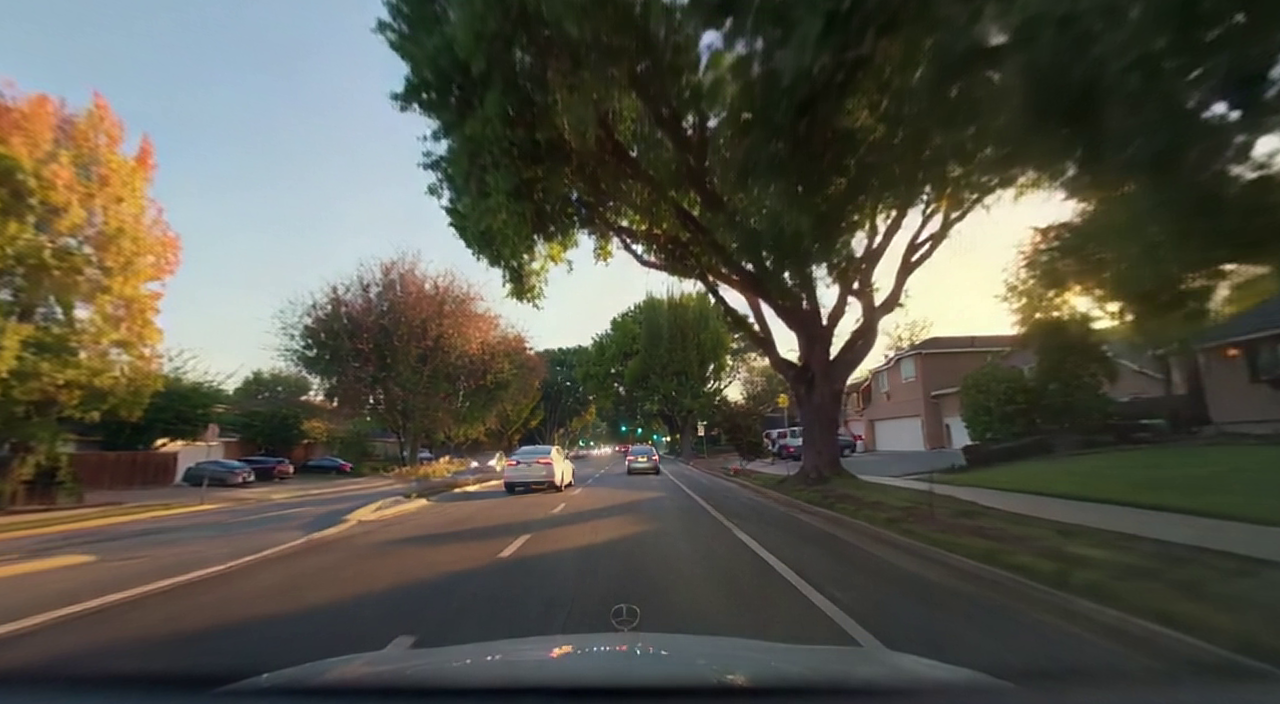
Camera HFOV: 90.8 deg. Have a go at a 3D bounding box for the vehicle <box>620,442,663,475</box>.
[{"bbox_3d":[0.047,5.332,31.853,2.062,1.518,3.901,0,-9,-1],"label":"vehicle"}]

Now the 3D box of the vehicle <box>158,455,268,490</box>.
[{"bbox_3d":[-22.175,6.239,32.929,4.203,1.693,2.072,0,-9,1],"label":"vehicle"}]

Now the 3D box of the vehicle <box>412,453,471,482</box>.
[{"bbox_3d":[-11.592,6.756,37.262,1.970,1.554,4.401,0,-9,1],"label":"vehicle"}]

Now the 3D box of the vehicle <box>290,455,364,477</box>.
[{"bbox_3d":[-22.843,8.293,46.155,4.370,1.496,1.887,0,-9,-3],"label":"vehicle"}]

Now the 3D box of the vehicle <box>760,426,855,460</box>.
[{"bbox_3d":[11.126,6.085,42.360,5.552,2.070,2.533,-1,-9,-3],"label":"vehicle"}]

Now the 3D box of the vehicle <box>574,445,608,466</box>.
[{"bbox_3d":[-3.714,7.977,49.021,2.268,1.522,4.350,0,-9,0],"label":"vehicle"}]

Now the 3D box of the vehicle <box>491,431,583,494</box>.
[{"bbox_3d":[-3.163,3.507,20.335,2.157,1.771,4.452,0,-9,1],"label":"vehicle"}]
